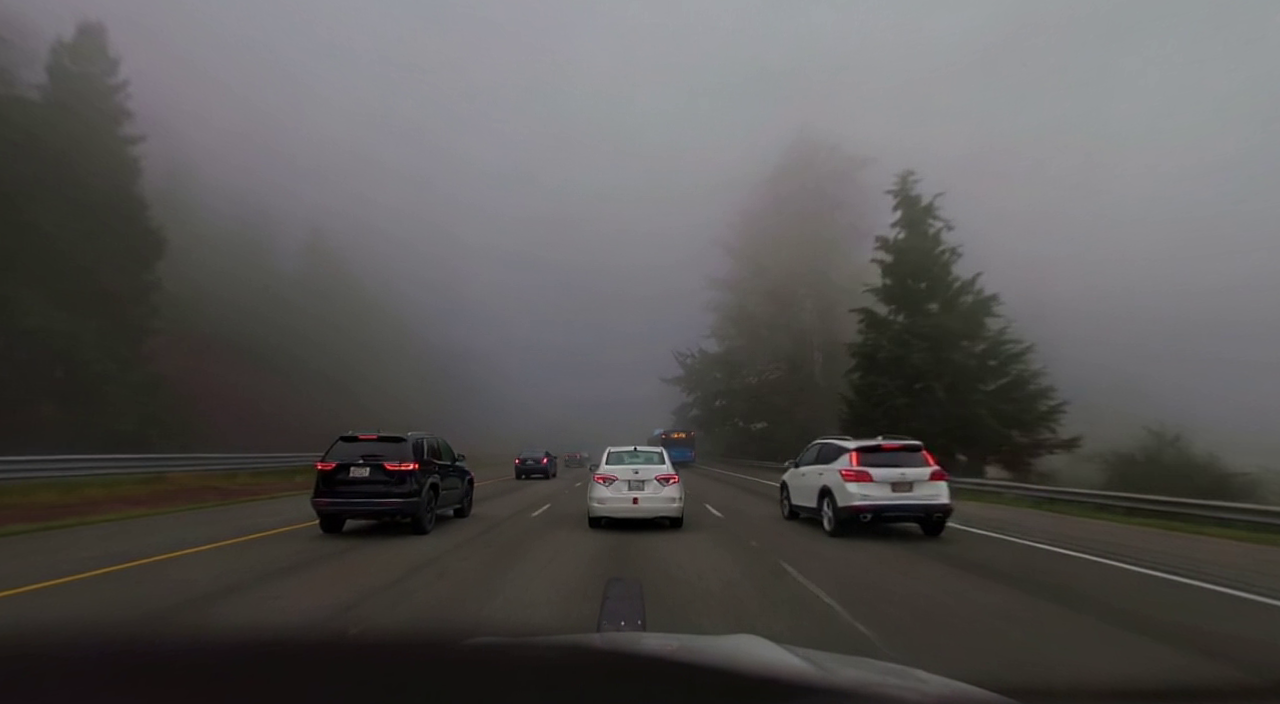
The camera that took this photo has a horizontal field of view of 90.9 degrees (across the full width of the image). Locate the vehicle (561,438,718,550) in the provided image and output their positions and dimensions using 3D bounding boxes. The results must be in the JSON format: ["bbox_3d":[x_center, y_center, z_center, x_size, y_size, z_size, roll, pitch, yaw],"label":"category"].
[{"bbox_3d":[-0.075,2.250,10.683,2.120,1.478,4.179,0,-9,-2],"label":"vehicle"}]

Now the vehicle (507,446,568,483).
[{"bbox_3d":[-4.515,5.007,28.297,2.122,1.491,3.800,0,-9,-1],"label":"vehicle"}]

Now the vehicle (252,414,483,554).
[{"bbox_3d":[-3.880,1.950,9.903,1.830,1.703,4.142,0,-9,-1],"label":"vehicle"}]

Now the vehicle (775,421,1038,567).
[{"bbox_3d":[3.592,1.993,9.553,1.996,1.688,4.207,0,-9,-2],"label":"vehicle"}]
